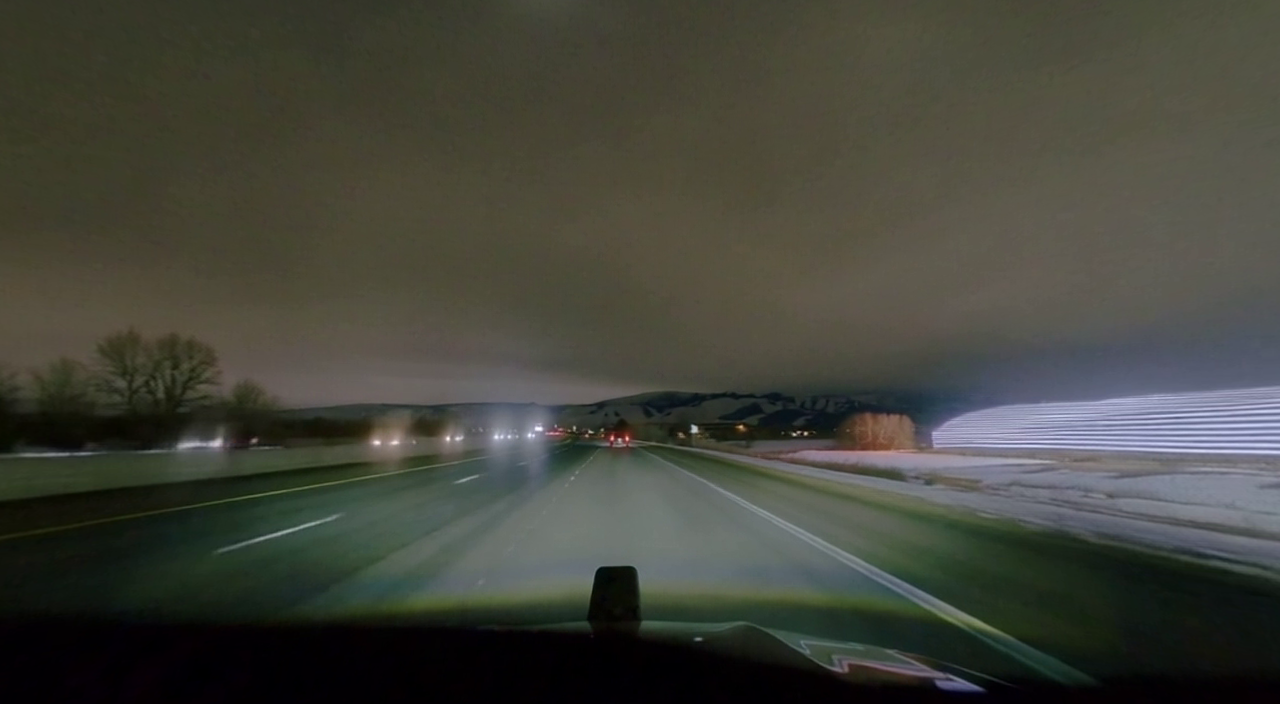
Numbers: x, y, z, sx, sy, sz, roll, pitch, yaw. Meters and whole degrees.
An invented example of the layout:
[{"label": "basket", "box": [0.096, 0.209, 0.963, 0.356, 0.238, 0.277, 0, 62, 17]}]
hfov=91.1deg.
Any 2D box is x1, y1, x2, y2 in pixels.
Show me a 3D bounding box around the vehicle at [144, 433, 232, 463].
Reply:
[{"label": "vehicle", "box": [-23.978, 5.083, 33.506, 1.827, 1.486, 3.976, 0, -8, -2]}]
